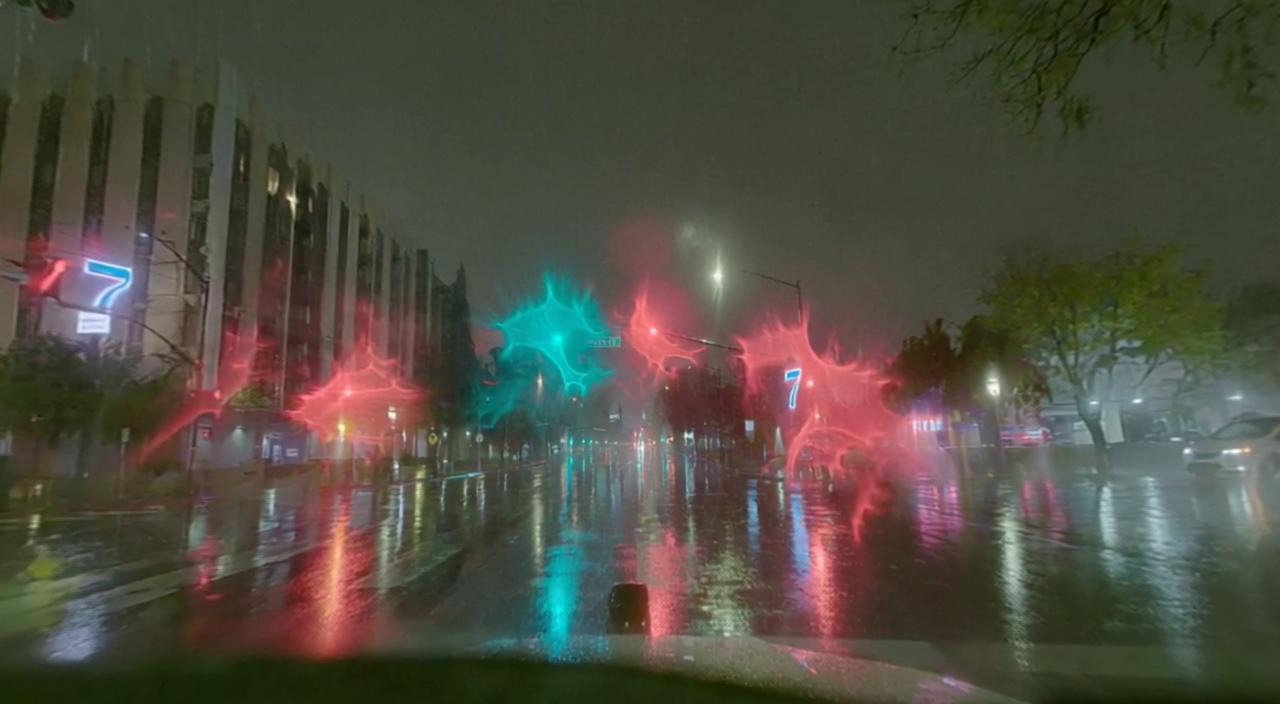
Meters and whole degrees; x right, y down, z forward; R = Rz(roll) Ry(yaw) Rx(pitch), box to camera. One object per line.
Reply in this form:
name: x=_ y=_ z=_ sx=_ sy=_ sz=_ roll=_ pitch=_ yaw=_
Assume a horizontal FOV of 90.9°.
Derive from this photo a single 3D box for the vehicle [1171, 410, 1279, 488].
vehicle: x=16.624 y=2.408 z=15.761 sx=4.836 sy=1.795 sz=1.957 roll=0 pitch=-8 yaw=0
